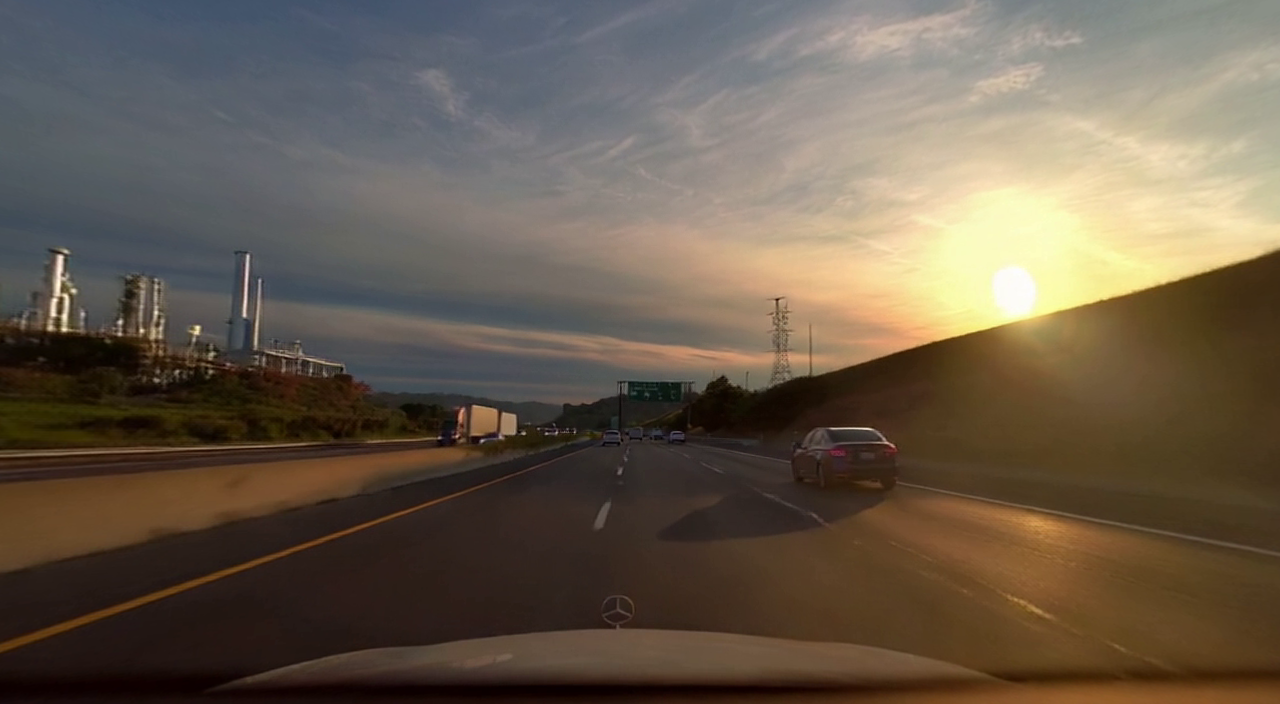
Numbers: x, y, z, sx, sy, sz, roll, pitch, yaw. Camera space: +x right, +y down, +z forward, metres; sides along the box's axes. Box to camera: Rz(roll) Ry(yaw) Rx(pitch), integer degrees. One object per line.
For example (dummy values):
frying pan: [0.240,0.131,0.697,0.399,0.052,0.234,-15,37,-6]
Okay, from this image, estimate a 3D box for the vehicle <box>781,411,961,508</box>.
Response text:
vehicle: [4.423,2.127,12.894,2.022,1.637,4.229,0,-8,-1]
